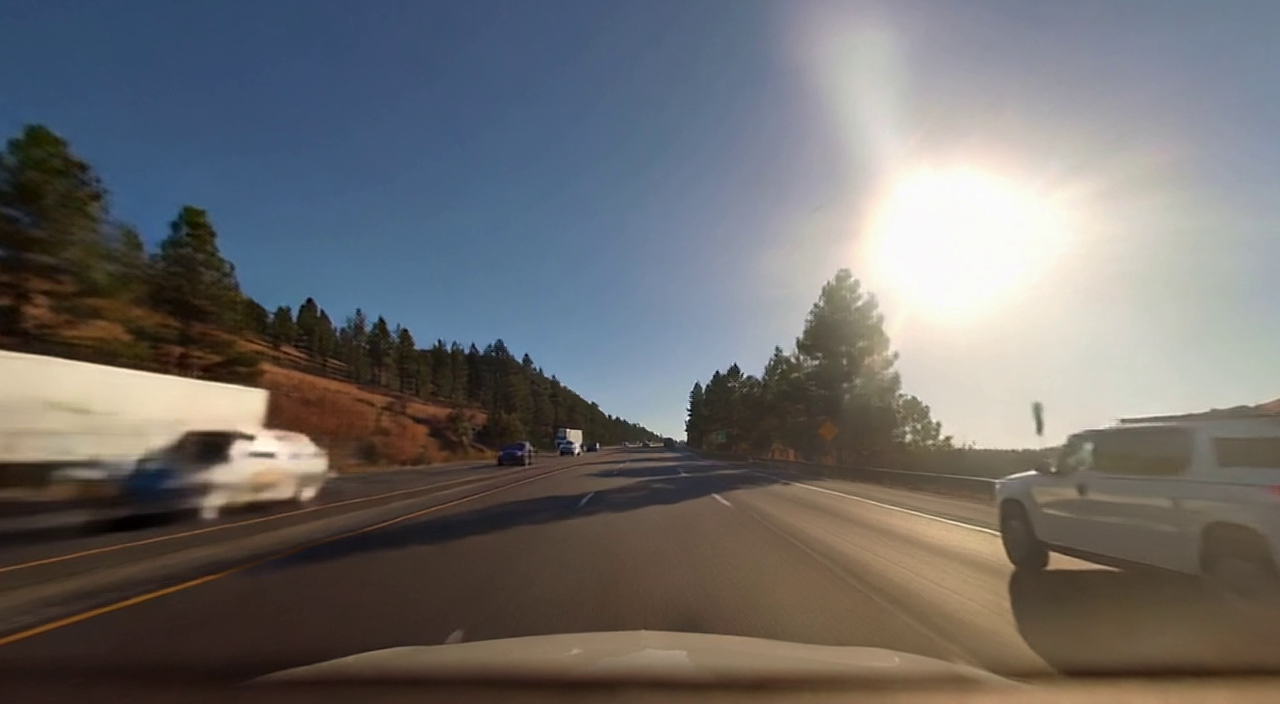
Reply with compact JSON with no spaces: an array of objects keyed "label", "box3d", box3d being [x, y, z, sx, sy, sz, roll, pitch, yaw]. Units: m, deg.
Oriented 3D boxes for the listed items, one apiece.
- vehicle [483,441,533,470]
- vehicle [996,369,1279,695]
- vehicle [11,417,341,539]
[{"label":"vehicle","box3d":[-8.474,6.652,40.846,2.081,1.720,4.709,0,-8,2]},{"label":"vehicle","box3d":[4.431,0.971,3.484,2.098,1.703,4.862,0,-8,0]},{"label":"vehicle","box3d":[-8.702,2.409,12.884,2.289,1.906,5.766,0,-8,1]}]
